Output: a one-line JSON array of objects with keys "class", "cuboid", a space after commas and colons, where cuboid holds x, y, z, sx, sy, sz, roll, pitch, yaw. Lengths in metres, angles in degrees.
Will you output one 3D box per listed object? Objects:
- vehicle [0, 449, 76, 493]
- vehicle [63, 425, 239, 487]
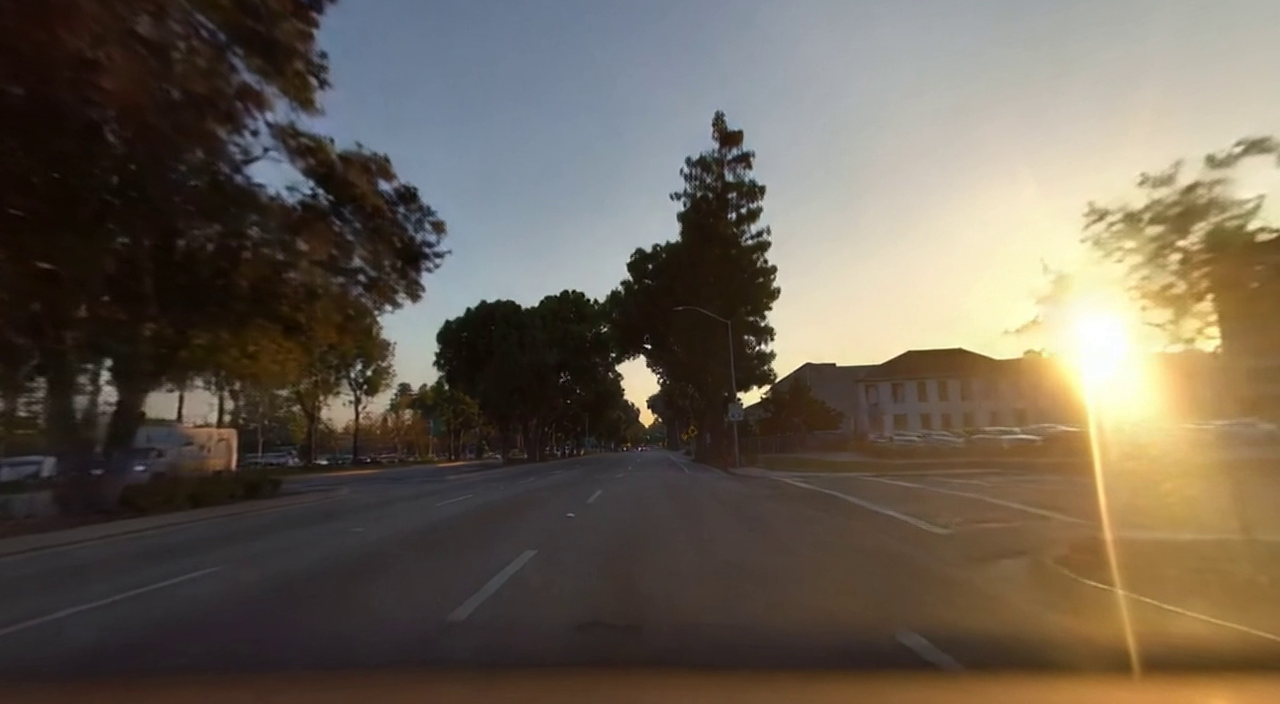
[{"class": "vehicle", "cuboid": [-34.466, 6.416, 34.113, 5.521, 2.214, 2.704, -2, -8, 7]}, {"class": "vehicle", "cuboid": [-34.616, 7.460, 45.685, 2.955, 3.868, 11.255, -1, -8, 5]}]
